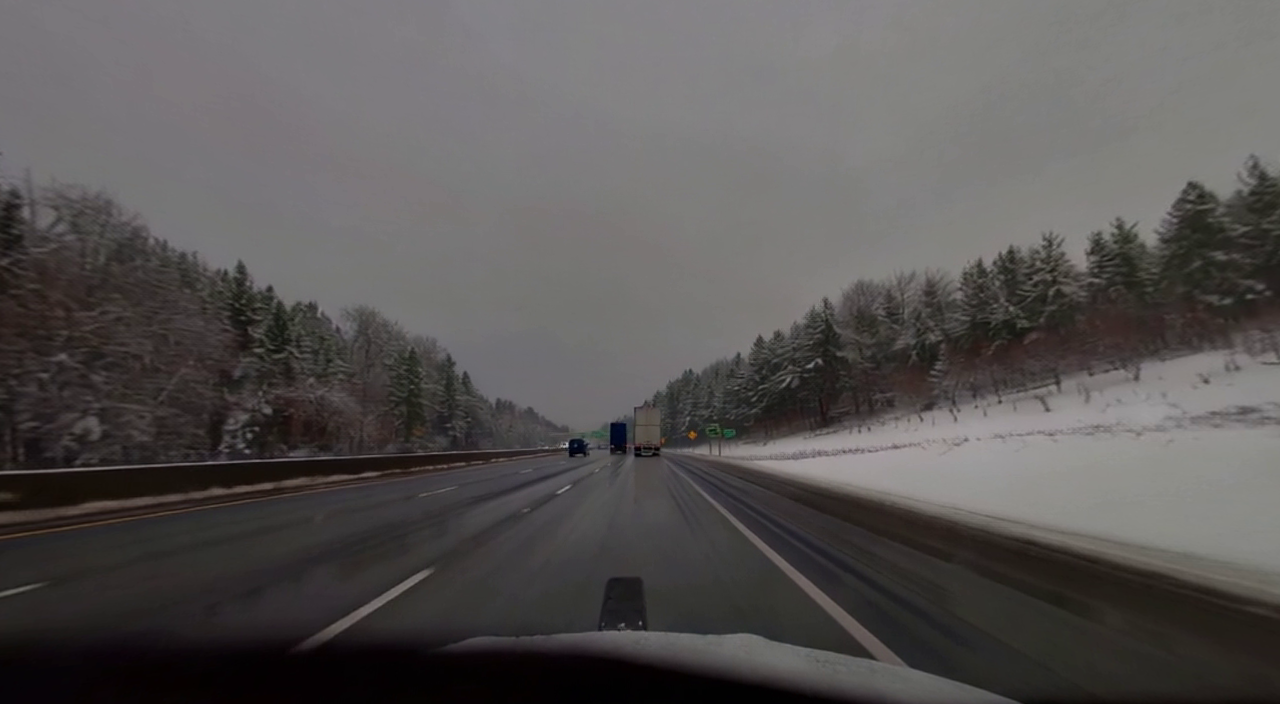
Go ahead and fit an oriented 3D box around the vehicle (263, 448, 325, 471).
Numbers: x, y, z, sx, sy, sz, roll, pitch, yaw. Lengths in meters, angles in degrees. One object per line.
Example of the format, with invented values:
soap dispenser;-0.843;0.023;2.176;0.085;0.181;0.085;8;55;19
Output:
vehicle;-25.508;7.936;46.648;2.060;1.559;4.348;0;-8;1
